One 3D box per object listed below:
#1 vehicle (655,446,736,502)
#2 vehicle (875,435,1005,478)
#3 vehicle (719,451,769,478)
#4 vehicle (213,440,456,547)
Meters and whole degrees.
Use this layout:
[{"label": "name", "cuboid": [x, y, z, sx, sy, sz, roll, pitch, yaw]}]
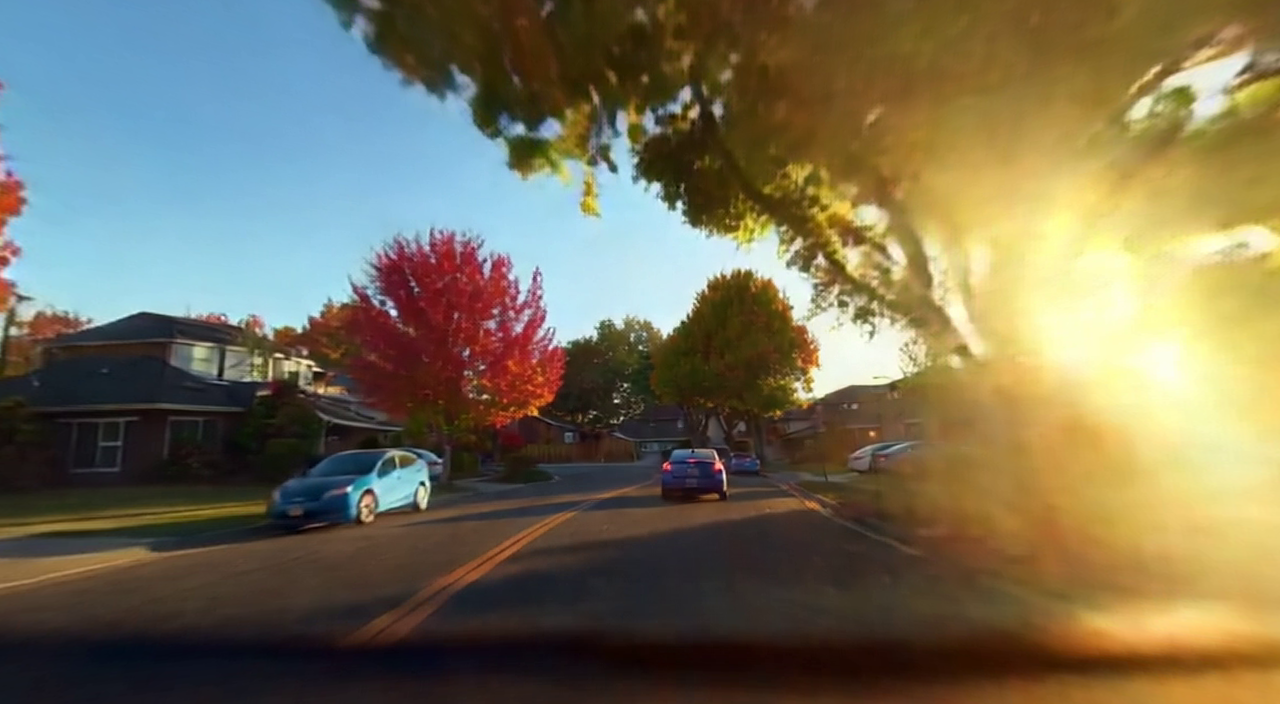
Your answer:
[{"label": "vehicle", "cuboid": [1.620, 3.638, 19.310, 2.192, 1.474, 4.192, -1, -9, 3]}, {"label": "vehicle", "cuboid": [12.928, 4.515, 27.429, 4.524, 1.587, 2.064, -2, -8, -2]}, {"label": "vehicle", "cuboid": [6.039, 6.602, 37.227, 2.089, 1.462, 4.529, 0, -9, -1]}, {"label": "vehicle", "cuboid": [-6.108, 2.842, 13.566, 2.641, 1.747, 4.738, -3, -8, 4]}]
